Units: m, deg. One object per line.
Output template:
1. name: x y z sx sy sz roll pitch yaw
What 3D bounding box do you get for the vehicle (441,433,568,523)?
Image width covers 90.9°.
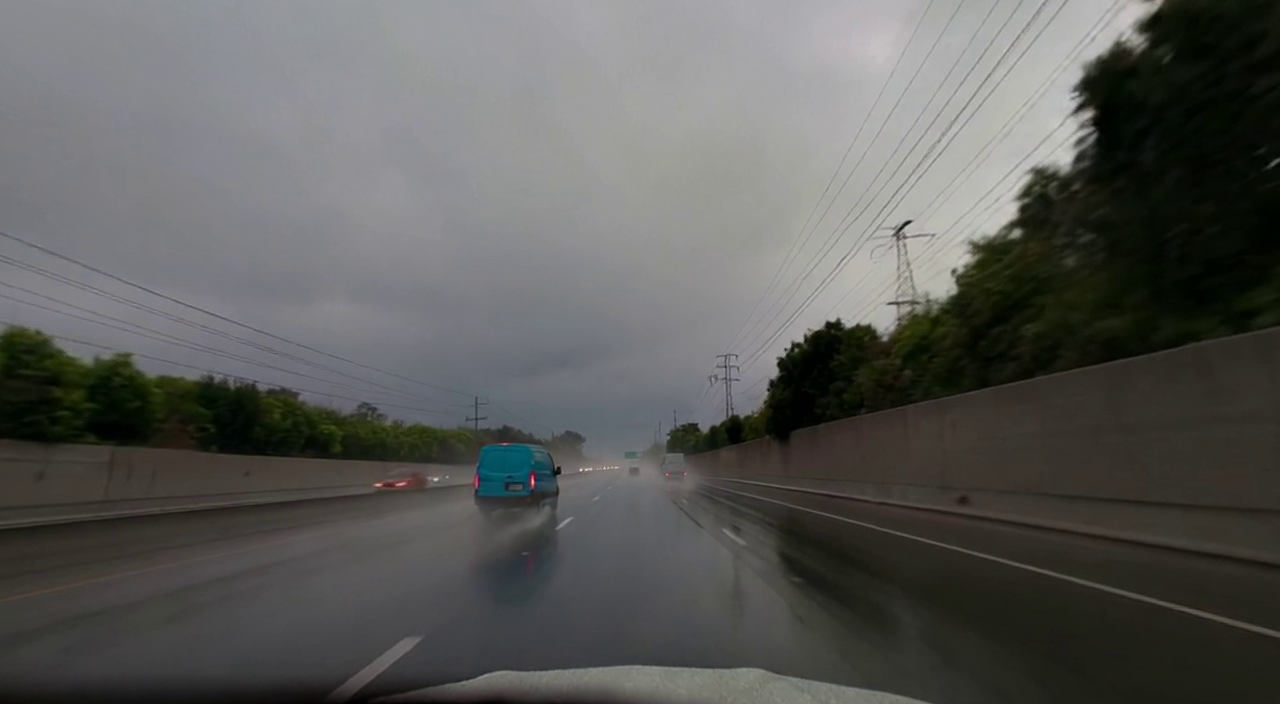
1. vehicle: -3.369 3.313 16.798 2.324 2.008 4.654 1 -11 0

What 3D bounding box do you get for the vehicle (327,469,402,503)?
1. vehicle: -13.600 6.626 31.359 1.847 1.490 4.151 1 -11 -1
